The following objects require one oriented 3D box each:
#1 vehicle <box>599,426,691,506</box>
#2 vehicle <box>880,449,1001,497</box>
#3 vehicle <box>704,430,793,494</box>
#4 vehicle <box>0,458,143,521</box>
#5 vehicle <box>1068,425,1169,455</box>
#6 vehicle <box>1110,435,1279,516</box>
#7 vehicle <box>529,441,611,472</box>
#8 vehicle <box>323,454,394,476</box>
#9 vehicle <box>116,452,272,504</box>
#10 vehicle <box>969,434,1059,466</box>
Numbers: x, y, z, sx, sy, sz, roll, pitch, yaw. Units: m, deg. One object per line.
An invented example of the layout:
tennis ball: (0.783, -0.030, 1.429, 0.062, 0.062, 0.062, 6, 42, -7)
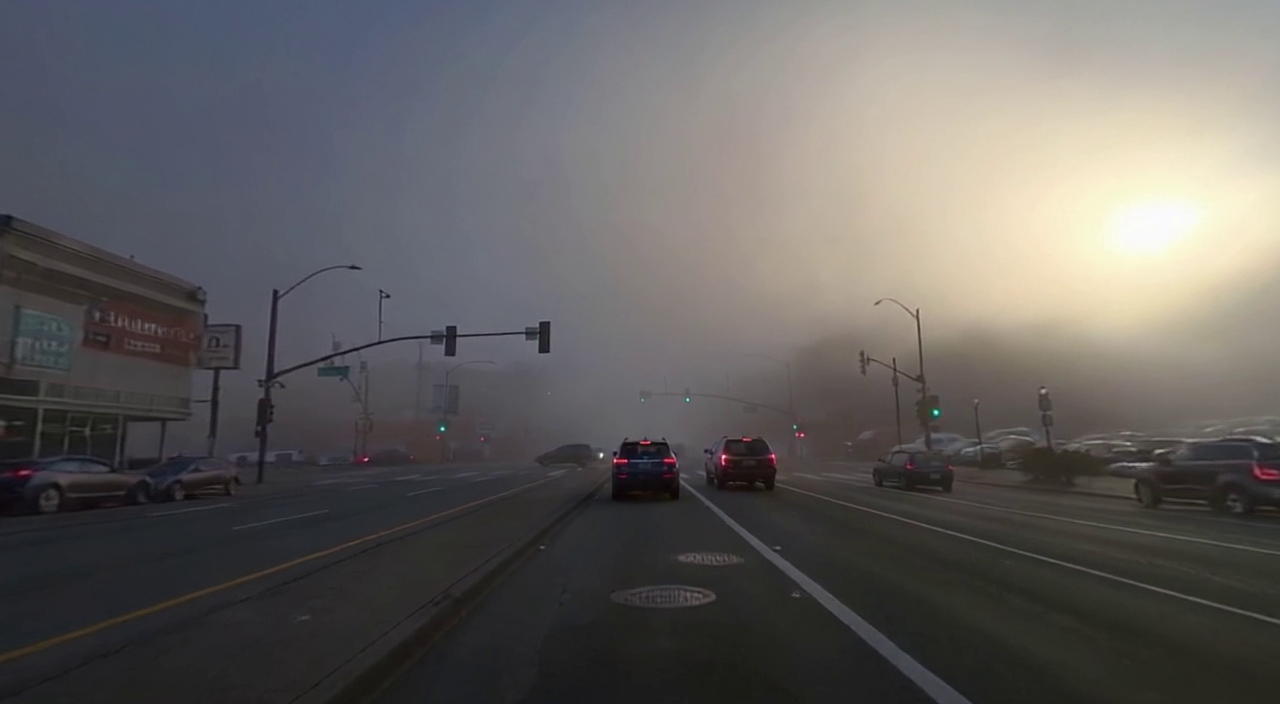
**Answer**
vehicle: (0.095, 3.019, 17.161, 2.157, 1.863, 4.665, 0, -9, -1)
vehicle: (10.146, 4.083, 21.743, 1.863, 1.426, 4.494, 0, -8, -1)
vehicle: (3.582, 3.766, 21.925, 2.115, 1.932, 5.189, 0, -9, 0)
vehicle: (-15.768, 3.459, 16.253, 1.792, 1.429, 5.161, 0, -9, -2)
vehicle: (26.022, 4.868, 34.536, 1.812, 1.419, 4.725, -3, -9, 0)
vehicle: (13.759, 2.814, 14.712, 2.022, 1.590, 4.466, -1, -10, -1)
vehicle: (-4.483, 6.637, 40.256, 4.827, 1.856, 2.291, -5, -10, 31)
vehicle: (-21.029, 8.442, 47.218, 4.317, 1.503, 1.919, 0, -9, -1)
vehicle: (-15.812, 4.443, 22.790, 2.096, 1.416, 4.885, 1, -6, 0)
vehicle: (19.182, 5.105, 32.619, 1.735, 1.417, 4.476, -3, -9, -2)
